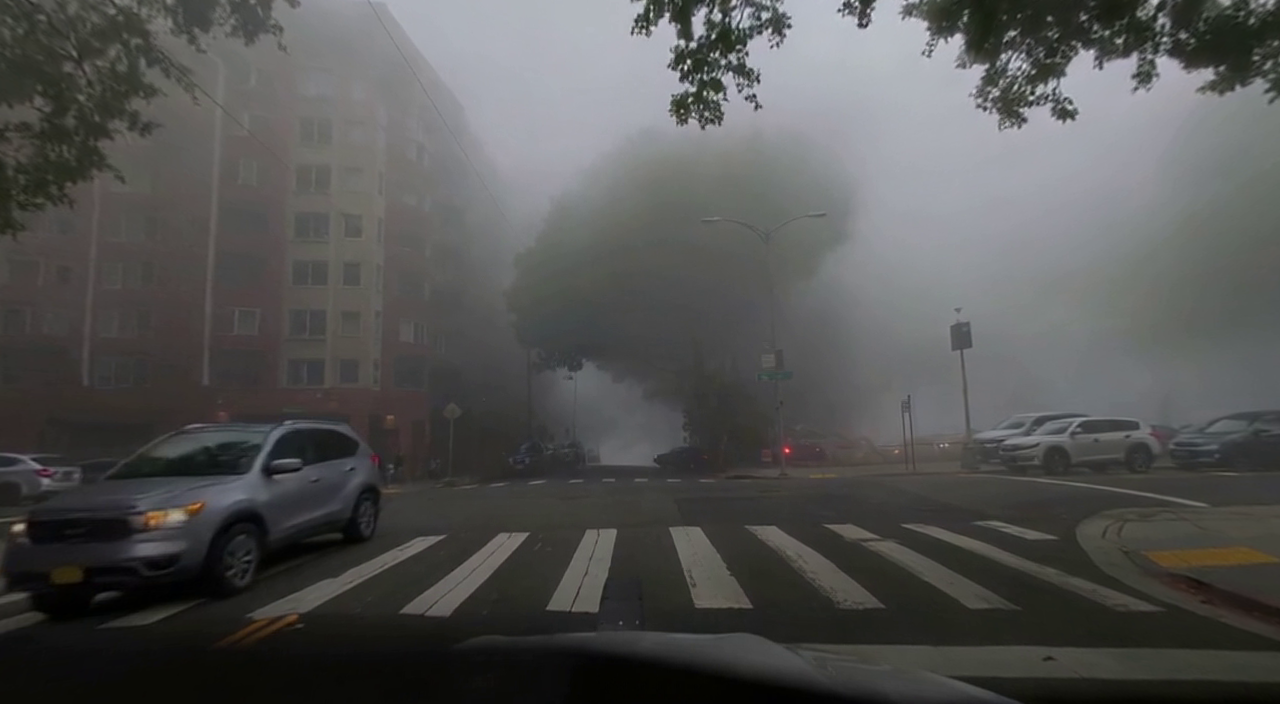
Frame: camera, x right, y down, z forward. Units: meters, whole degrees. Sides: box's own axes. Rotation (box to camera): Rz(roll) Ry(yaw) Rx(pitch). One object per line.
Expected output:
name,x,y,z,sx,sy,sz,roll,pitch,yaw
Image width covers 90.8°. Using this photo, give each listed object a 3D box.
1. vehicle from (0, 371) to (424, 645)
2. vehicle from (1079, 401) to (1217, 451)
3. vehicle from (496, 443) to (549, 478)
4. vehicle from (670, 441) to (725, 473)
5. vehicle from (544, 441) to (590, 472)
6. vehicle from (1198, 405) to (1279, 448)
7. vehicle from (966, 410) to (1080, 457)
vehicle,-4.897,1.595,7.496,2.395,1.865,5.982,-5,-9,2
vehicle,22.332,3.400,28.128,2.137,1.962,4.988,-1,-9,3
vehicle,-7.572,7.030,41.277,2.193,1.814,5.061,-9,-9,0
vehicle,3.205,5.687,34.385,1.942,1.603,3.785,-4,-9,22
vehicle,-4.410,6.364,38.619,2.102,1.768,4.290,-1,-8,3
vehicle,27.844,3.323,27.892,1.894,1.757,4.692,0,-9,-3
vehicle,16.770,3.663,27.981,2.041,1.921,4.574,0,-9,-2
